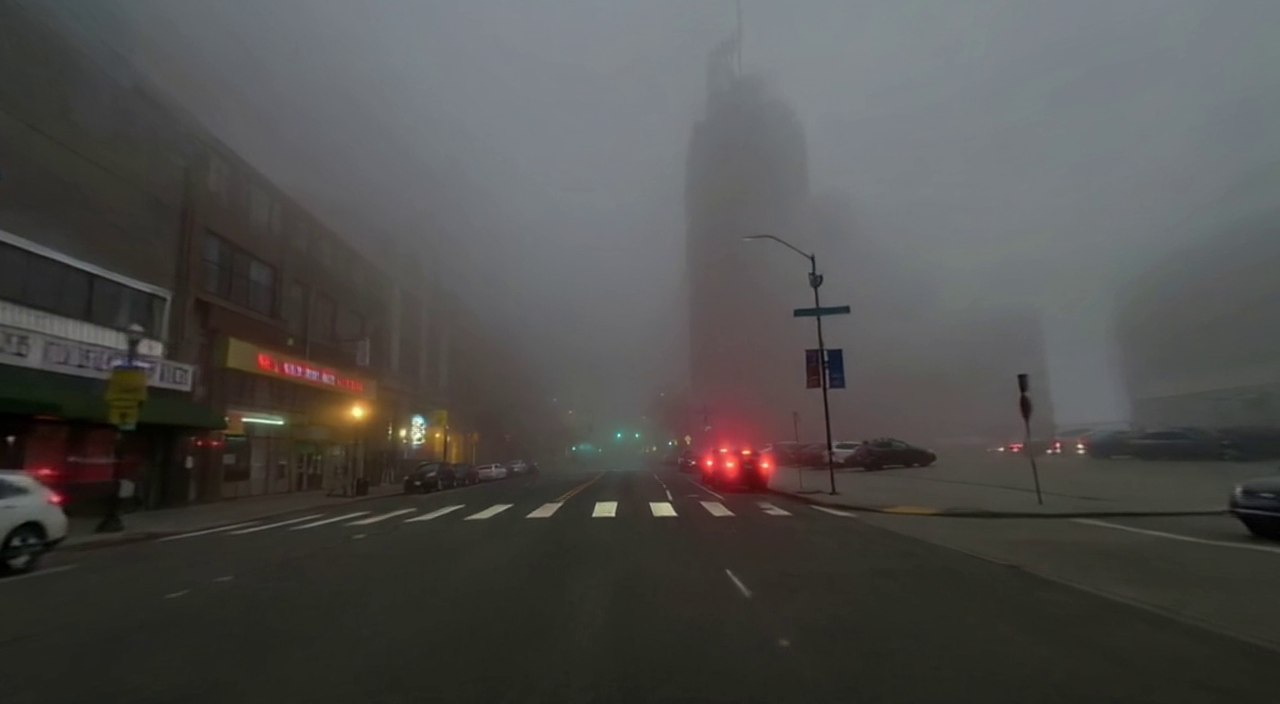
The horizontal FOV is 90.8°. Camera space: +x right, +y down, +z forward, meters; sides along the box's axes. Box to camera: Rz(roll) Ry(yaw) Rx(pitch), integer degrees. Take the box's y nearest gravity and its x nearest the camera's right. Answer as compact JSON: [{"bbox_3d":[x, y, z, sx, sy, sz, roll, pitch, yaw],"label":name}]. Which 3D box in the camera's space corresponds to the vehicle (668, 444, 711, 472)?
[{"bbox_3d":[3.536,7.747,46.562,2.492,1.909,5.830,0,-9,-2],"label":"vehicle"}]

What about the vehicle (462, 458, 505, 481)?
[{"bbox_3d":[-10.945,8.241,44.490,1.861,1.473,4.633,0,-9,-1],"label":"vehicle"}]

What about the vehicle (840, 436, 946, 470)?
[{"bbox_3d":[13.512,5.446,33.968,4.732,1.746,2.141,0,-9,2],"label":"vehicle"}]

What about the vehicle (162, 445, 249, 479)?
[{"bbox_3d":[-22.525,5.697,32.973,1.778,1.639,4.019,0,-9,-3],"label":"vehicle"}]

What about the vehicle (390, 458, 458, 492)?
[{"bbox_3d":[-10.996,6.270,32.544,2.018,1.553,4.407,0,-9,-1],"label":"vehicle"}]

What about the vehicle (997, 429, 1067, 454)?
[{"bbox_3d":[26.961,6.123,43.496,3.666,1.448,1.639,-3,-6,1],"label":"vehicle"}]

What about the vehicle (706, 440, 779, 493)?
[{"bbox_3d":[3.791,4.334,24.307,2.118,1.779,5.121,0,-9,2],"label":"vehicle"}]

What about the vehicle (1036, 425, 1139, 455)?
[{"bbox_3d":[27.134,5.368,38.428,4.579,1.735,2.092,0,-9,0],"label":"vehicle"}]

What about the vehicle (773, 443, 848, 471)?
[{"bbox_3d":[10.435,6.412,38.811,4.018,1.645,1.875,1,-9,-4],"label":"vehicle"}]
